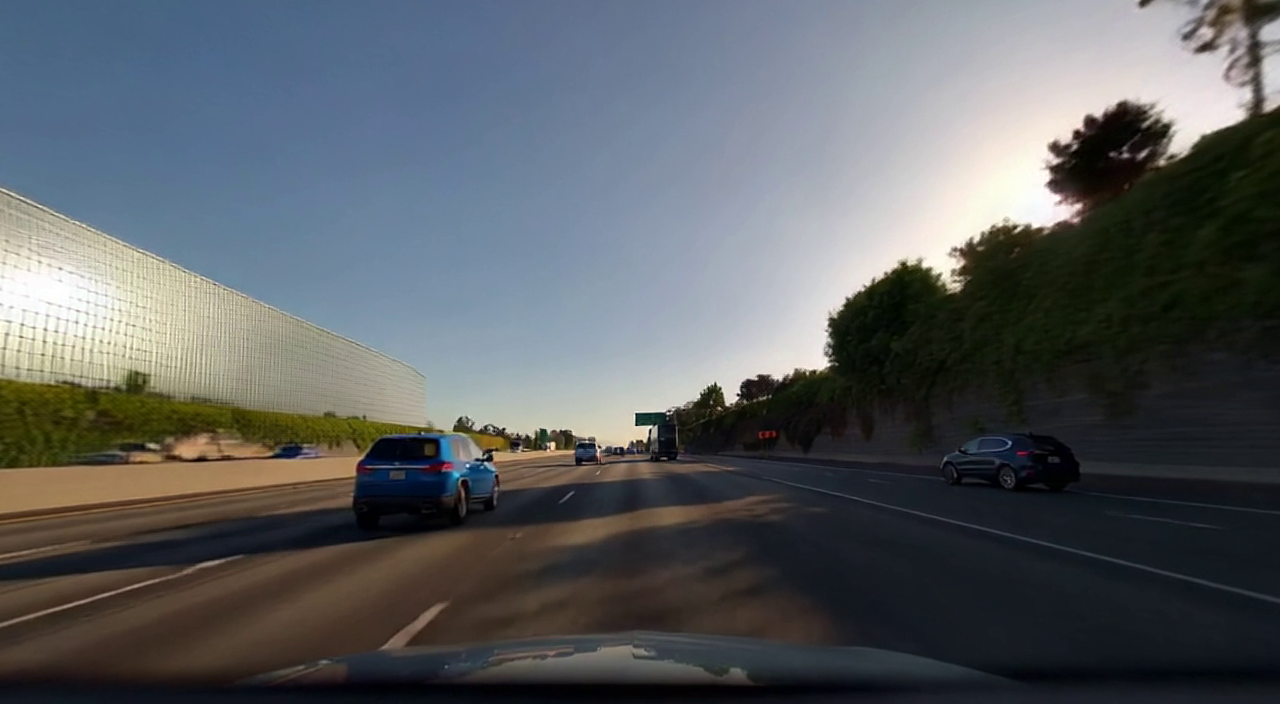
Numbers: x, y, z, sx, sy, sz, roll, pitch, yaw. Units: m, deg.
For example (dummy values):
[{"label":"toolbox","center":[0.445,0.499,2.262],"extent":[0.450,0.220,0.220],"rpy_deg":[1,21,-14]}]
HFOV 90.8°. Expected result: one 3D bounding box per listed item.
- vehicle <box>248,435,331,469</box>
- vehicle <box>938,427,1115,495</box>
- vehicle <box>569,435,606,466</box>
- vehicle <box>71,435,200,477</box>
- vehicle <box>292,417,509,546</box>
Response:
[{"label":"vehicle","center":[-23.836,6.826,43.276],"extent":[2.295,2.156,5.710],"rpy_deg":[0,-9,0]},{"label":"vehicle","center":[11.462,3.280,19.324],"extent":[2.089,1.787,5.080],"rpy_deg":[0,-9,-2]},{"label":"vehicle","center":[-3.643,7.020,45.101],"extent":[2.284,2.022,5.752],"rpy_deg":[0,-9,-1]},{"label":"vehicle","center":[-29.973,6.214,37.892],"extent":[2.591,2.321,6.155],"rpy_deg":[0,-9,0]},{"label":"vehicle","center":[-3.658,2.073,10.659],"extent":[2.039,1.710,4.237],"rpy_deg":[0,-9,-1]}]
